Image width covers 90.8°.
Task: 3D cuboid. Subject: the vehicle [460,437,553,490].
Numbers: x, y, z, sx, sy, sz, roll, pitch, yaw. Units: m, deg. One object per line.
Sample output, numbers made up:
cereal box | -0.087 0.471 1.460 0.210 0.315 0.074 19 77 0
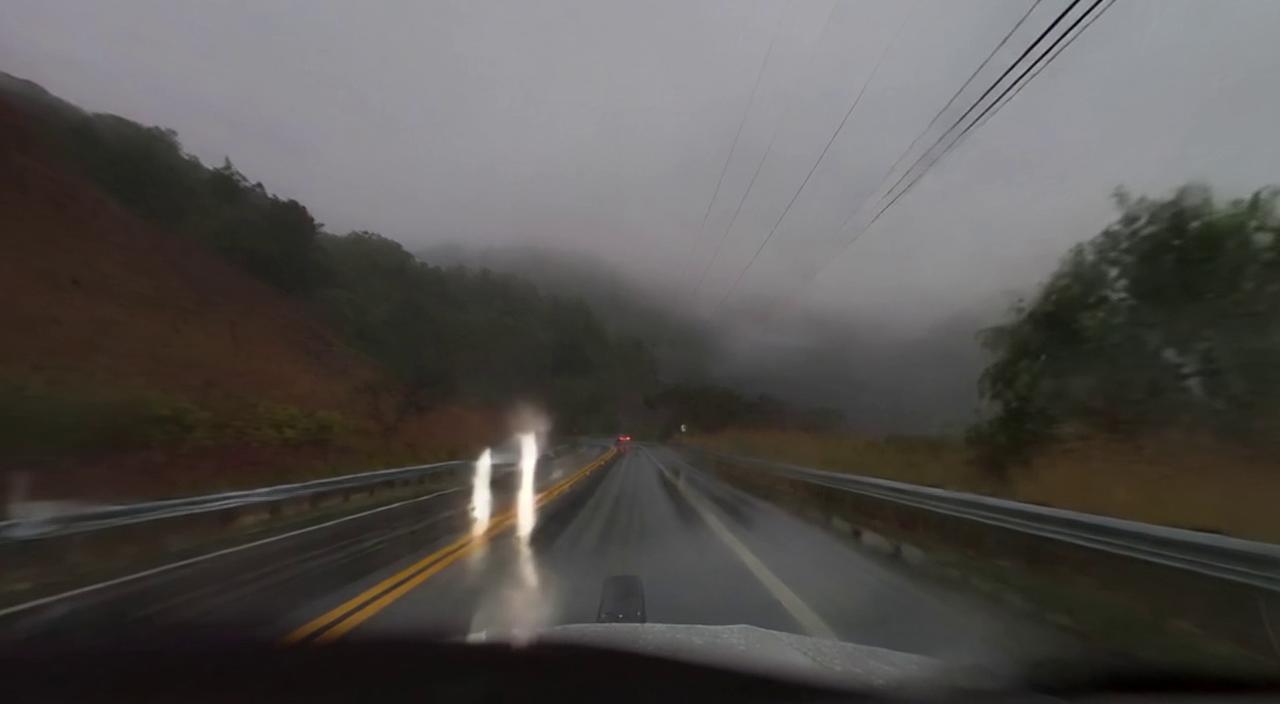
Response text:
vehicle | -4.173 3.561 20.498 2.047 1.486 4.405 0 -9 0
